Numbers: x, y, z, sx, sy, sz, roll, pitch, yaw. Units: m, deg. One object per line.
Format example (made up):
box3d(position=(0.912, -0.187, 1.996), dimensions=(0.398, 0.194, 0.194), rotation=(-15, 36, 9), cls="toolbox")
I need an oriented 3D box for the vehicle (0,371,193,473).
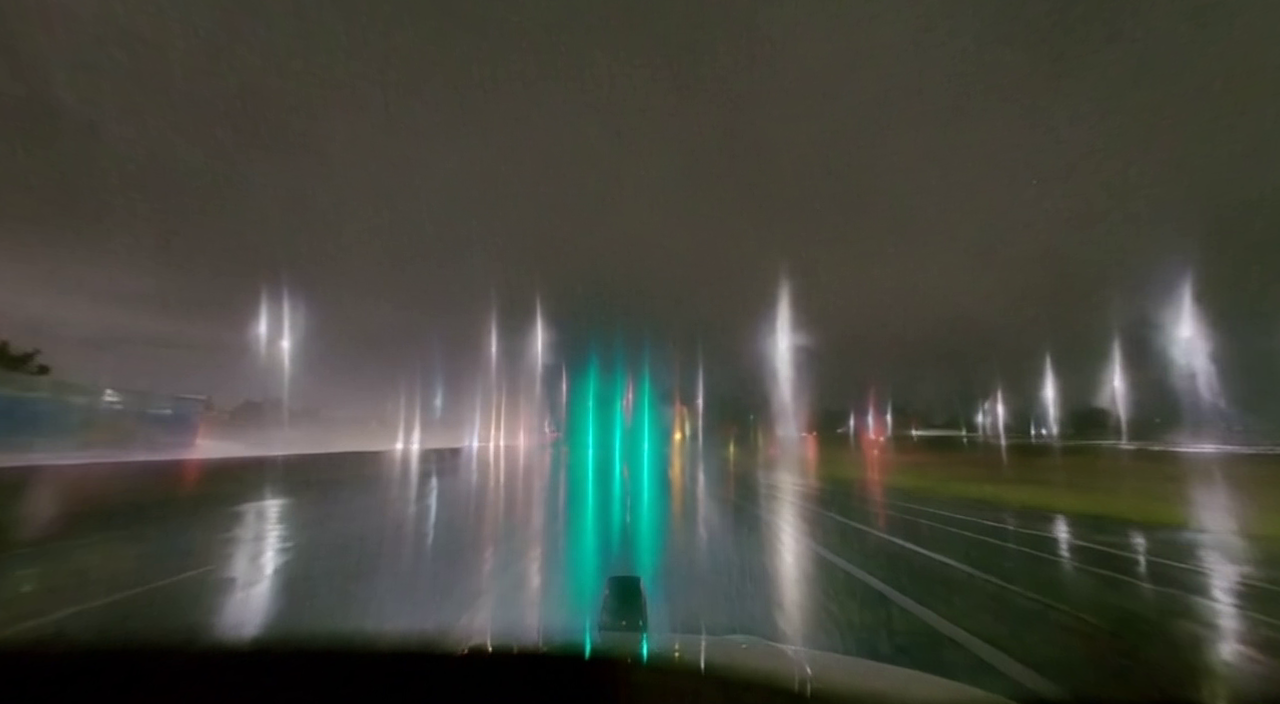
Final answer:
box3d(position=(-27.840, 3.348, 29.055), dimensions=(2.903, 4.123, 16.626), rotation=(0, -8, -2), cls="vehicle")
